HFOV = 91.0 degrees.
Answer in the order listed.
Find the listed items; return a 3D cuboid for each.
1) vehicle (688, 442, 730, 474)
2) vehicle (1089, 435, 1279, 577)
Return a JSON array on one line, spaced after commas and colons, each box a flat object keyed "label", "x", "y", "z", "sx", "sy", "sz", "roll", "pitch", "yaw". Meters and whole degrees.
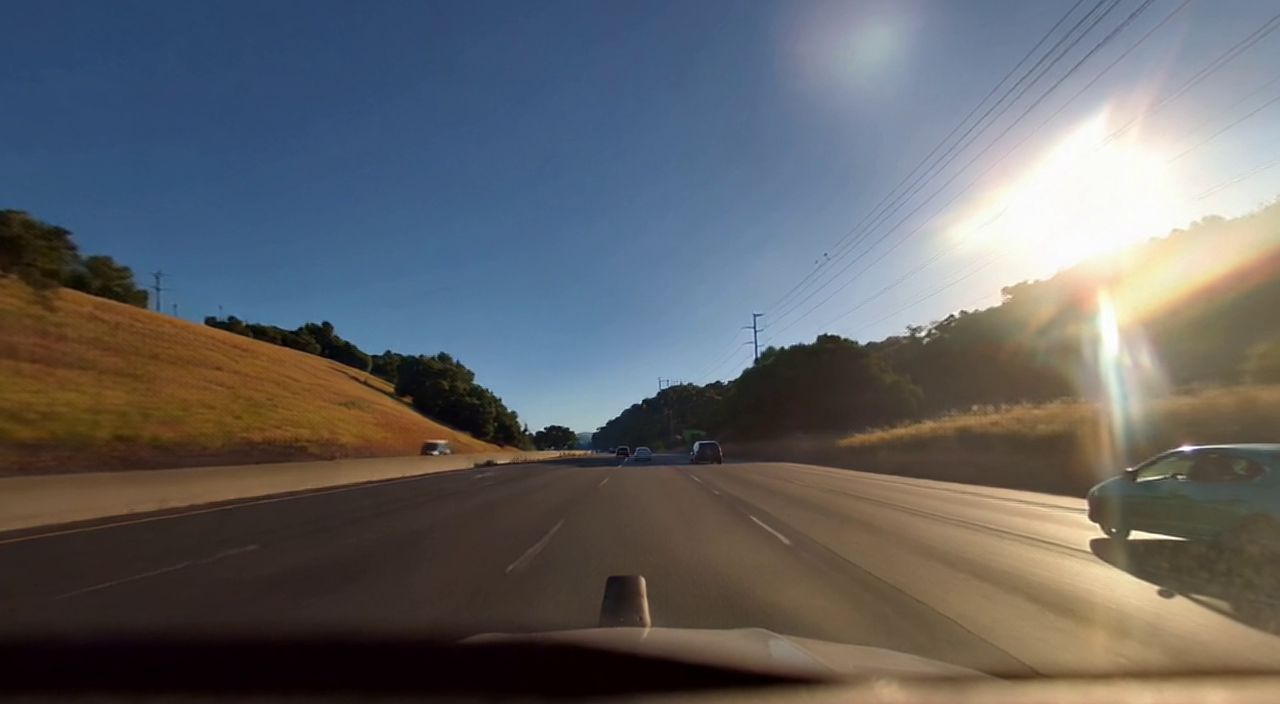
[{"label": "vehicle", "x": 4.108, "y": 6.351, "z": 38.060, "sx": 2.159, "sy": 1.782, "sz": 4.673, "roll": 0, "pitch": -9, "yaw": 2}, {"label": "vehicle", "x": 8.011, "y": 1.770, "z": 7.378, "sx": 1.970, "sy": 1.545, "sz": 4.818, "roll": 0, "pitch": -9, "yaw": 1}]
